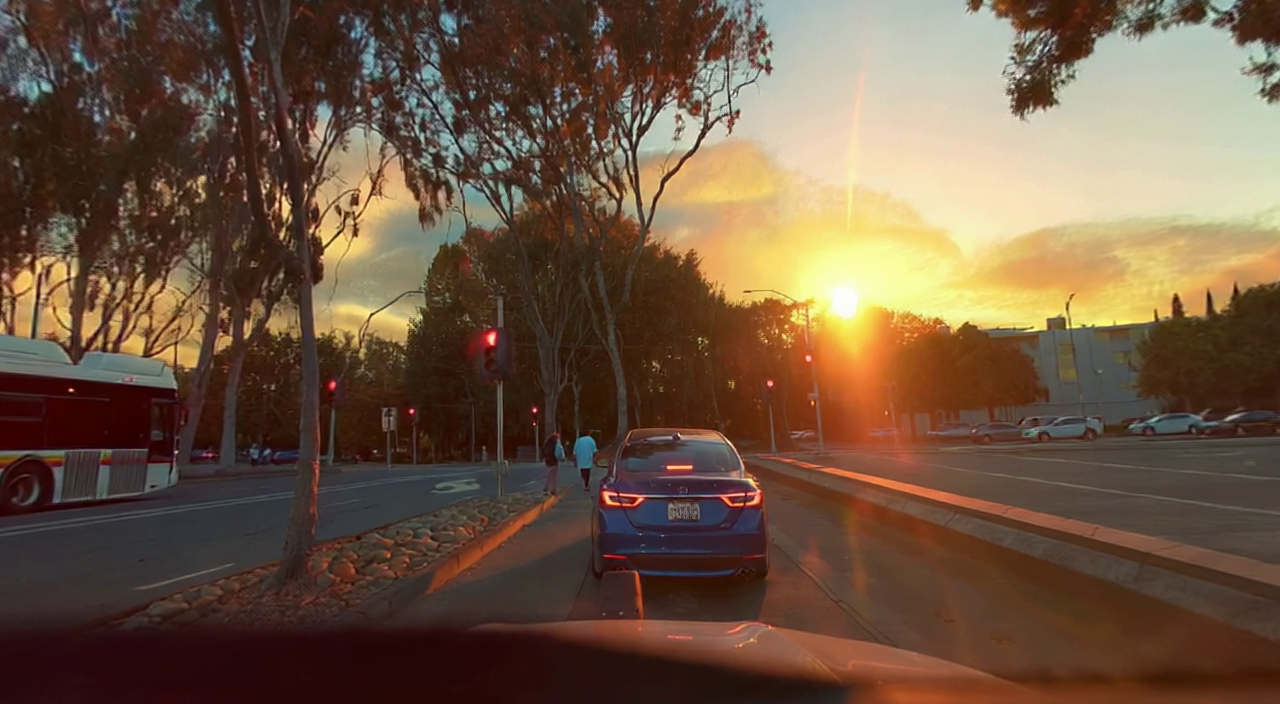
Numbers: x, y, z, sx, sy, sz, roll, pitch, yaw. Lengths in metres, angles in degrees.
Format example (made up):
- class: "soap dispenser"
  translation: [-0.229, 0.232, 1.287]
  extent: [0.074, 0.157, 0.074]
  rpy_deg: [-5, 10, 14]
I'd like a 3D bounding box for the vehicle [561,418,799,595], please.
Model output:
- class: "vehicle"
  translation: [0.379, 1.615, 7.391]
  extent: [2.035, 1.499, 3.799]
  rpy_deg: [0, -8, 1]
